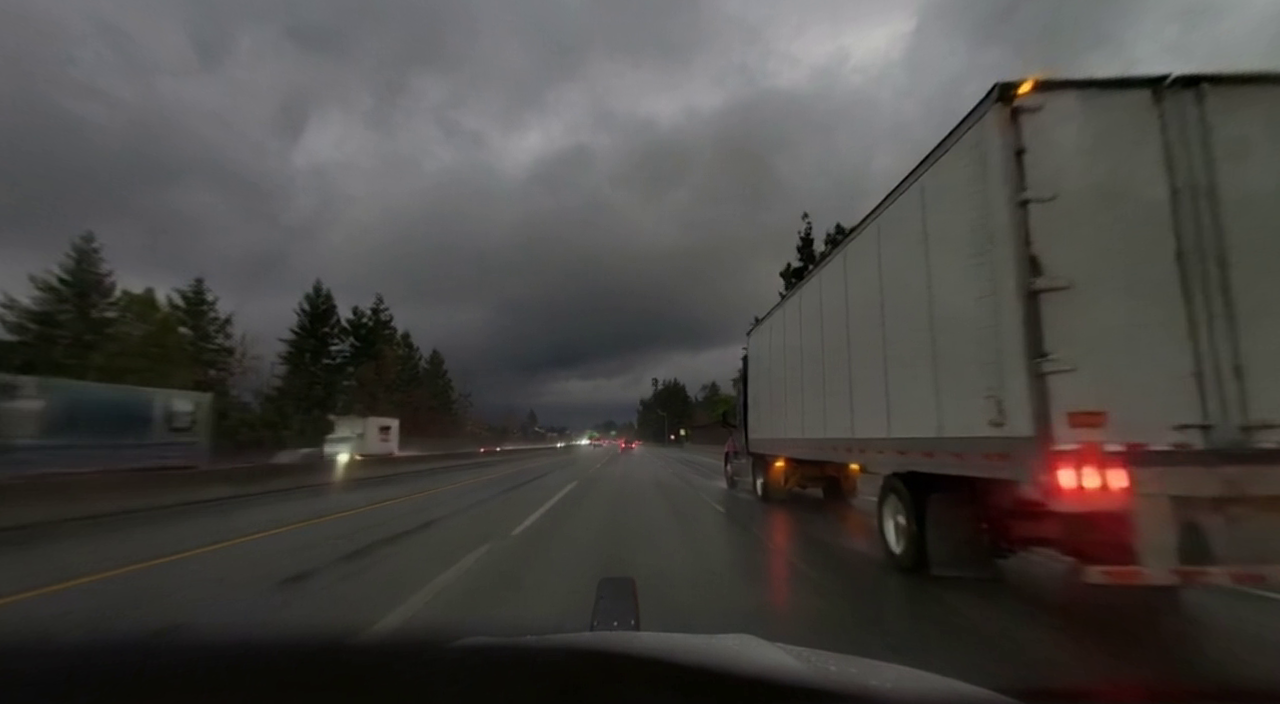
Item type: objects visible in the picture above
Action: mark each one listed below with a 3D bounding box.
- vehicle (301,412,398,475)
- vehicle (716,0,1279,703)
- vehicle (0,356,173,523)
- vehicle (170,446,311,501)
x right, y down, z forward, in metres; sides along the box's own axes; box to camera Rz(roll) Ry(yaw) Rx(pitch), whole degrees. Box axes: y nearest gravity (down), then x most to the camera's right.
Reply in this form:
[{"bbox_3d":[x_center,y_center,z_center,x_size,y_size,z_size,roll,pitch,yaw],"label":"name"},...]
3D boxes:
[{"bbox_3d":[-20.317,6.441,44.678,3.033,4.048,7.692,-1,-8,1],"label":"vehicle"},{"bbox_3d":[3.935,0.566,9.625,3.489,4.211,14.193,0,-8,-1],"label":"vehicle"},{"bbox_3d":[-15.614,1.989,14.202,3.185,3.633,9.159,0,-8,-1],"label":"vehicle"},{"bbox_3d":[-11.638,3.525,18.670,1.667,1.389,3.819,-1,-8,0],"label":"vehicle"}]
